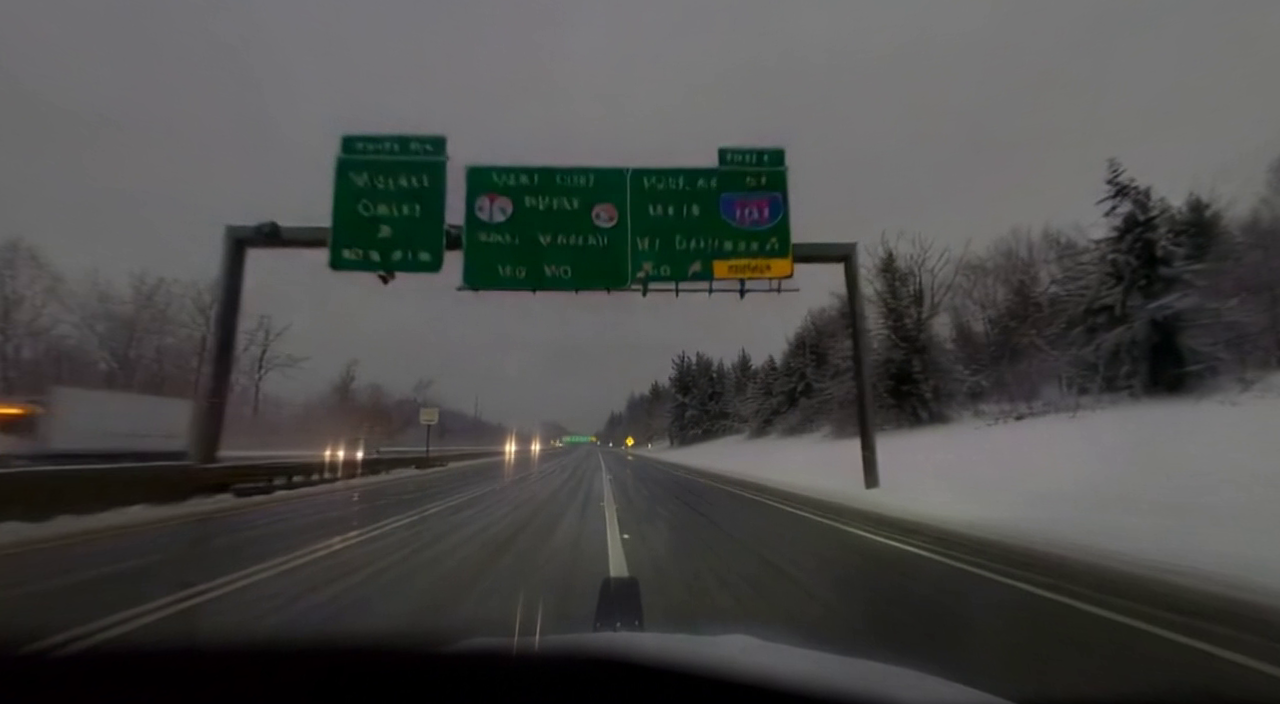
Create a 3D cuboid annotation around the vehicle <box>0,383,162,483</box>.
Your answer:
[{"bbox_3d":[-19.451,2.686,20.119,2.621,2.778,7.284,0,-9,-3],"label":"vehicle"}]
